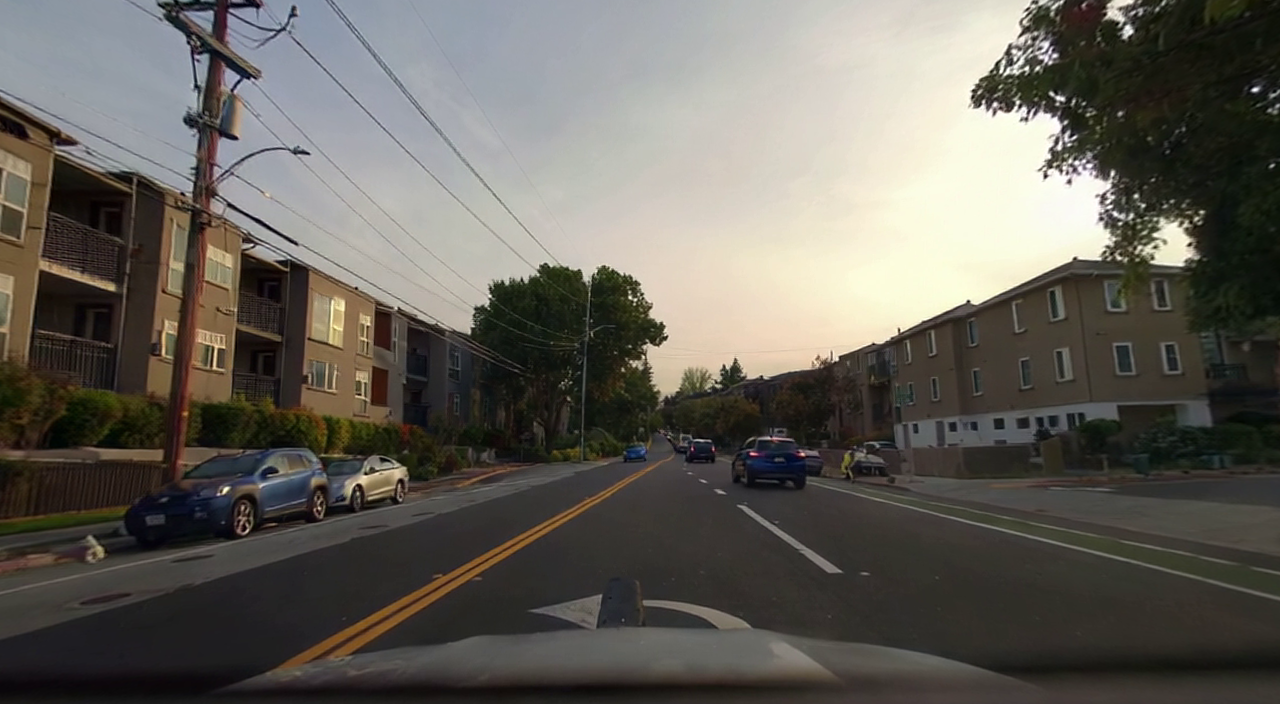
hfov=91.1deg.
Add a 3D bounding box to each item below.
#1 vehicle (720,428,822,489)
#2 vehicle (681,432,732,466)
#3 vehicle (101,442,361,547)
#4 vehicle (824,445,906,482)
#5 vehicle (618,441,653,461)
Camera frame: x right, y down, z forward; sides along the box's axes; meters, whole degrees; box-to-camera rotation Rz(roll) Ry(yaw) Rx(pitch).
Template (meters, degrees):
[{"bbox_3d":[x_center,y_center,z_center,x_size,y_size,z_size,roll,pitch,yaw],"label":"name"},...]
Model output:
[{"bbox_3d":[4.093,3.428,20.529,2.306,1.719,4.805,0,-8,0],"label":"vehicle"},{"bbox_3d":[3.871,5.736,37.306,2.368,1.840,4.896,0,-8,-1],"label":"vehicle"},{"bbox_3d":[-8.276,2.860,13.468,2.381,1.825,4.652,0,-8,0],"label":"vehicle"},{"bbox_3d":[9.789,4.855,27.752,1.935,1.478,4.711,0,-8,1],"label":"vehicle"},{"bbox_3d":[-0.307,7.467,47.401,2.155,1.436,4.501,-1,-8,5],"label":"vehicle"}]
